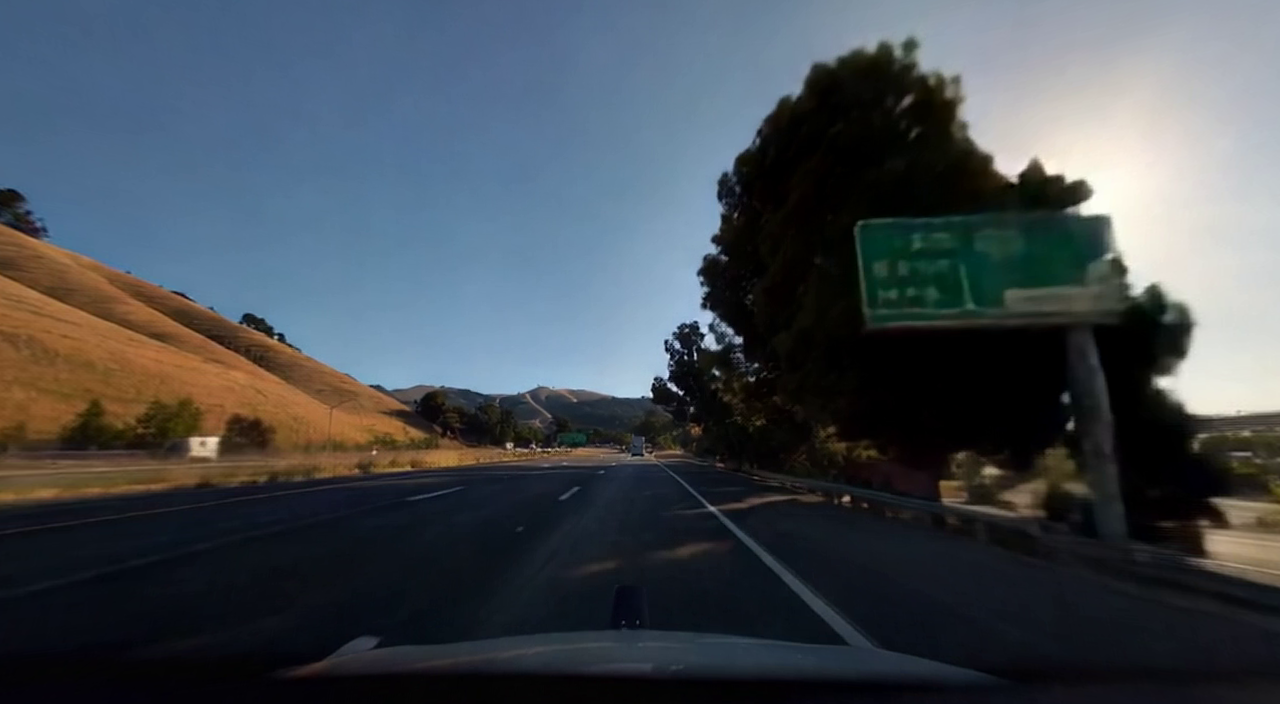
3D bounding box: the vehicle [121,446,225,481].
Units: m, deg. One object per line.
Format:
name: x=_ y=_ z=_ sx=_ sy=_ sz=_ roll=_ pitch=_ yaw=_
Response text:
vehicle: x=-36.077 y=8.572 z=49.021 sx=2.679 sy=2.503 sz=6.760 roll=-1 pitch=-9 yaw=2
